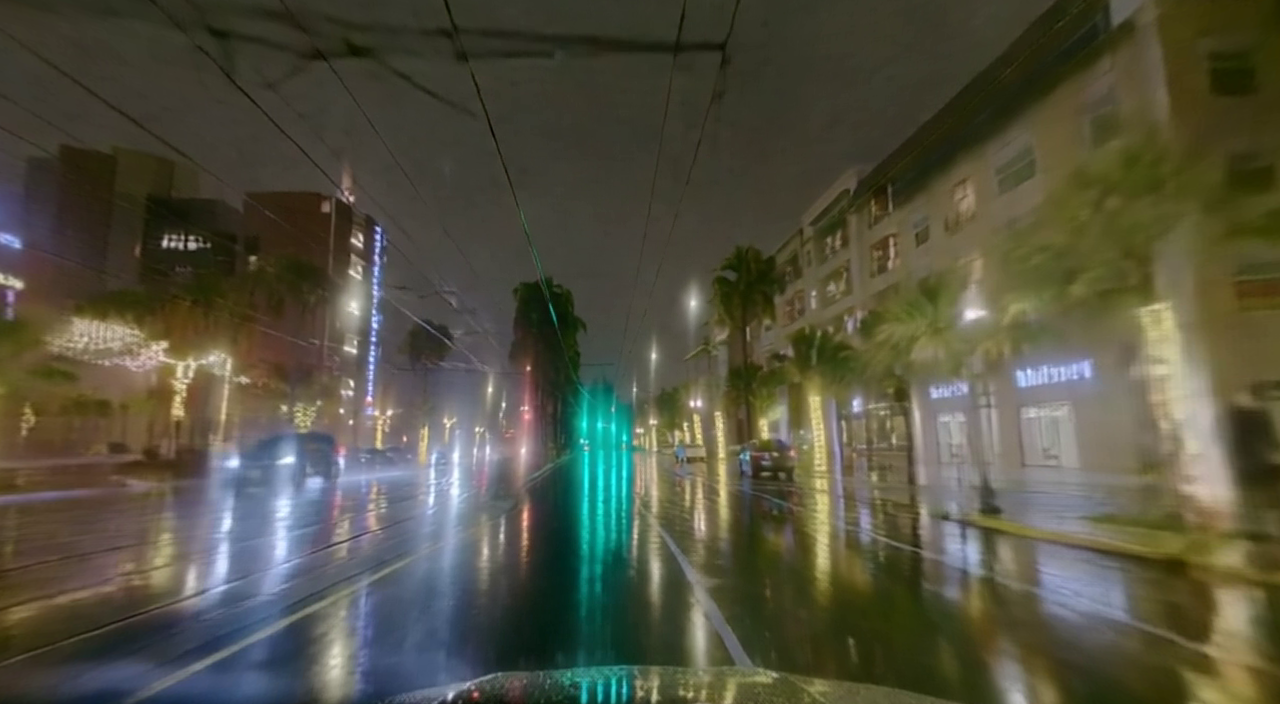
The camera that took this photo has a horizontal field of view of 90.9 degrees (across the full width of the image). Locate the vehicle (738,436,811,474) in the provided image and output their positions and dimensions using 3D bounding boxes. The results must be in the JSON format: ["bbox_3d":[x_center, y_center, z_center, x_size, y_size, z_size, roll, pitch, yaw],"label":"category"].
[{"bbox_3d":[6.346,4.922,30.418,1.995,1.677,4.863,1,-8,-6],"label":"vehicle"}]

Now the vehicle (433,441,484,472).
[{"bbox_3d":[-10.240,5.911,35.892,2.013,1.590,4.241,1,-8,-5],"label":"vehicle"}]

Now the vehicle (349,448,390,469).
[{"bbox_3d":[-20.394,8.023,47.629,1.819,1.450,3.003,1,-8,-3],"label":"vehicle"}]

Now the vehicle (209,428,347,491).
[{"bbox_3d":[-12.021,3.591,21.405,2.127,1.892,4.655,1,-8,-4],"label":"vehicle"}]
